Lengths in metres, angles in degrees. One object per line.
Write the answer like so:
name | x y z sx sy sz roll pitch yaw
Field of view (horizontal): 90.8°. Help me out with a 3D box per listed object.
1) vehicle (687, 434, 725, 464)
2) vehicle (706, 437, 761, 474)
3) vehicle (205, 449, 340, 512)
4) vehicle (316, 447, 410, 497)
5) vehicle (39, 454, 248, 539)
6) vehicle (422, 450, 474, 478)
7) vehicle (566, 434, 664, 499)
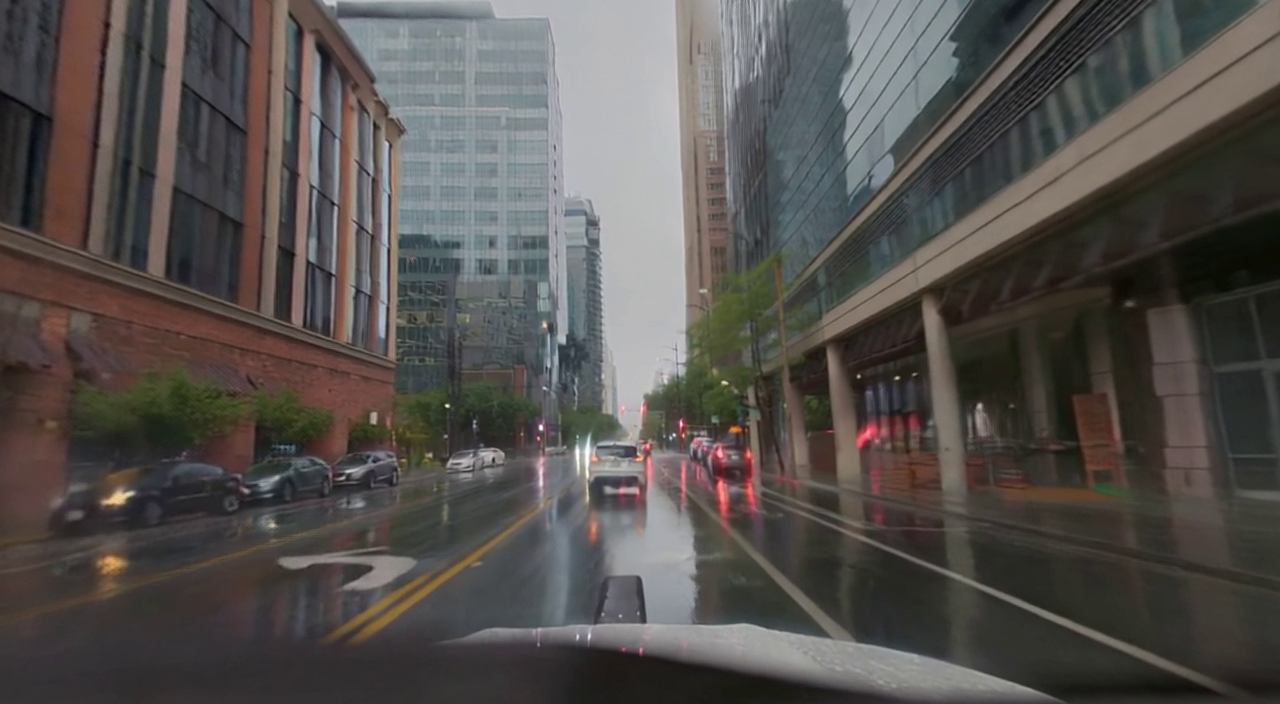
vehicle | 4.497 6.667 43.608 1.972 1.822 4.889 -2 -8 -1
vehicle | 4.456 4.997 30.770 1.924 1.645 4.528 0 -8 0
vehicle | -12.162 4.236 21.359 1.945 1.712 4.648 -4 -8 -2
vehicle | -11.973 5.170 27.713 2.090 1.784 4.832 -4 -8 -2
vehicle | -12.037 3.468 15.757 1.976 1.577 4.091 -5 -8 -1
vehicle | -12.237 7.135 40.596 1.968 1.469 4.523 -3 -8 -1
vehicle | -0.579 2.961 16.699 2.269 1.479 3.980 0 -8 0
